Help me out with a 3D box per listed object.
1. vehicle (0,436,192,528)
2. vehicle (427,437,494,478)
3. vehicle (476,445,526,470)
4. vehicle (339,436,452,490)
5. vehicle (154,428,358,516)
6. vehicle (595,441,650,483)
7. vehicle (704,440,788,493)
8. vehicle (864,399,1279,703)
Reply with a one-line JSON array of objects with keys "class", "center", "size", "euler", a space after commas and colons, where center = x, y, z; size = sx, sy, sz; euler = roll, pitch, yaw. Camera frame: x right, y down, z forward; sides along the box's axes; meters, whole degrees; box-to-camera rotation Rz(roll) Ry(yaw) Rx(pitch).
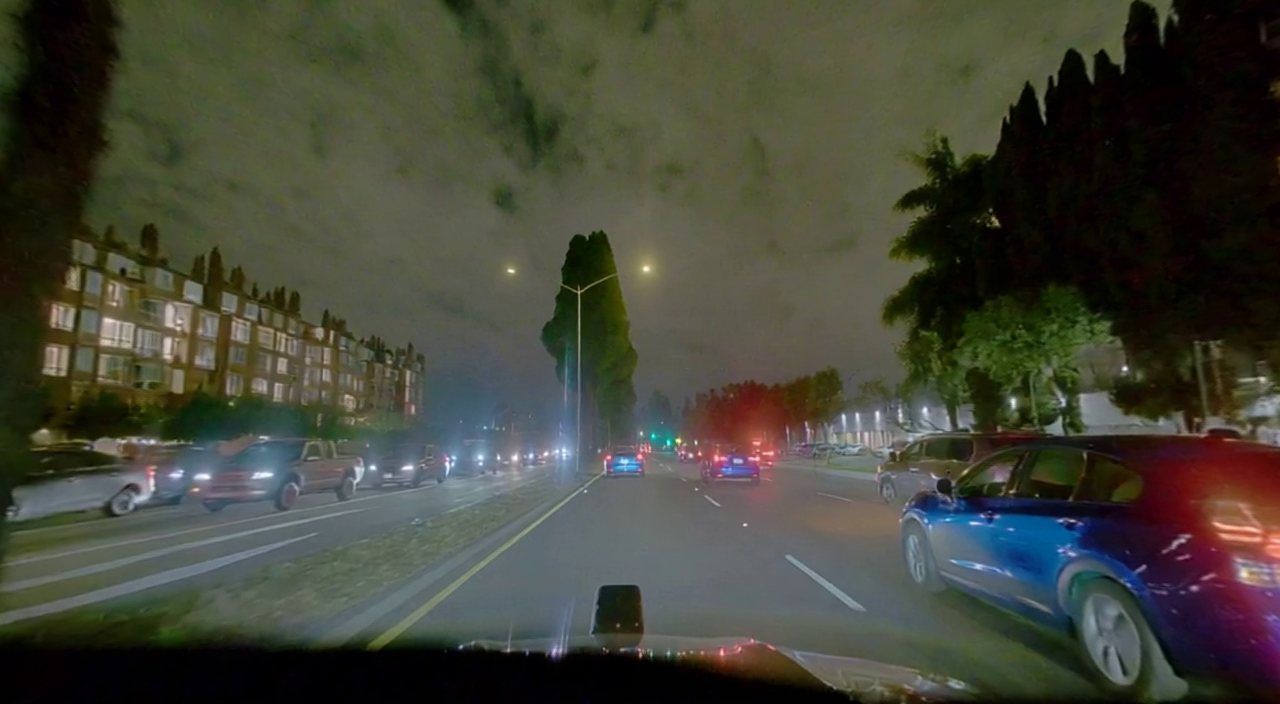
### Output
[{"class": "vehicle", "center": [-12.496, 2.738, 13.939], "size": [1.980, 1.693, 4.343], "euler": [0, -8, 0]}, {"class": "vehicle", "center": [-8.916, 5.236, 31.781], "size": [2.043, 1.860, 4.656], "euler": [-1, -8, 0]}, {"class": "vehicle", "center": [-8.819, 6.740, 40.486], "size": [2.148, 1.473, 4.709], "euler": [0, -9, -1]}, {"class": "vehicle", "center": [-8.846, 4.050, 23.434], "size": [2.145, 1.747, 5.014], "euler": [-1, -8, 0]}, {"class": "vehicle", "center": [-8.820, 2.780, 15.131], "size": [2.105, 1.745, 4.478], "euler": [-1, -8, -1]}, {"class": "vehicle", "center": [-0.638, 4.233, 24.611], "size": [1.994, 1.479, 3.647], "euler": [0, -8, 0]}, {"class": "vehicle", "center": [3.207, 3.539, 19.912], "size": [1.852, 1.498, 3.825], "euler": [0, -9, -2]}, {"class": "vehicle", "center": [3.421, 1.210, 4.339], "size": [2.021, 1.471, 4.666], "euler": [0, -8, 0]}]
